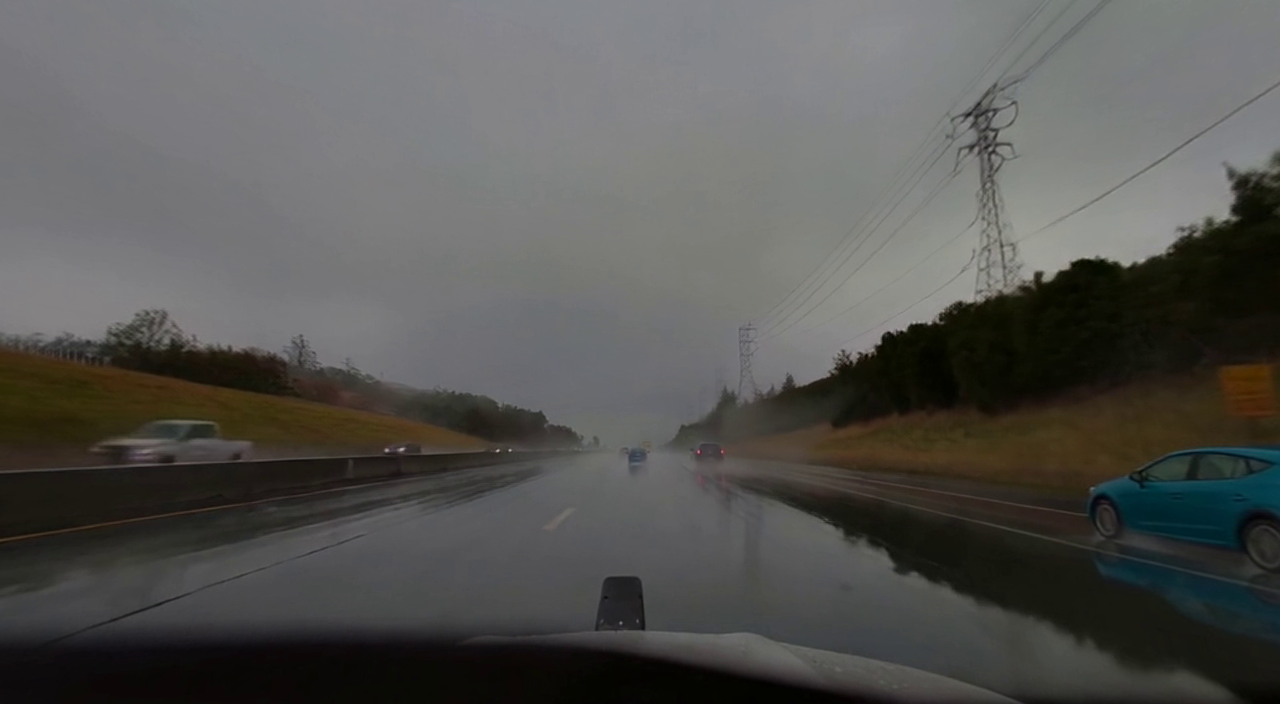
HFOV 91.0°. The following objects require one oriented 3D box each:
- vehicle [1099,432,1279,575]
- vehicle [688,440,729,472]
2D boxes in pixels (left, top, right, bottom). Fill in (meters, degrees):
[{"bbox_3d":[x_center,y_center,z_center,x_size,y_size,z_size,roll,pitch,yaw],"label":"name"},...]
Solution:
[{"bbox_3d":[7.974,1.698,7.117,1.970,1.545,4.818,0,-8,0],"label":"vehicle"},{"bbox_3d":[4.092,6.313,38.408,2.159,1.782,4.673,0,-8,2],"label":"vehicle"}]
